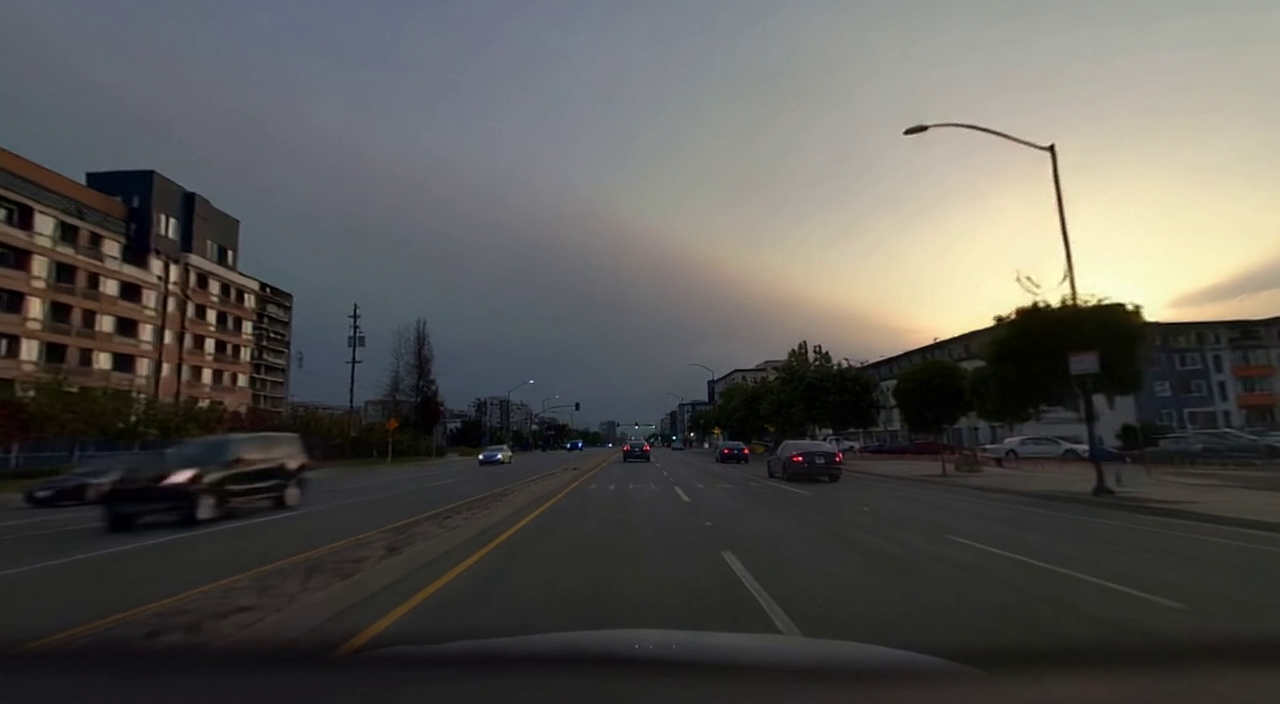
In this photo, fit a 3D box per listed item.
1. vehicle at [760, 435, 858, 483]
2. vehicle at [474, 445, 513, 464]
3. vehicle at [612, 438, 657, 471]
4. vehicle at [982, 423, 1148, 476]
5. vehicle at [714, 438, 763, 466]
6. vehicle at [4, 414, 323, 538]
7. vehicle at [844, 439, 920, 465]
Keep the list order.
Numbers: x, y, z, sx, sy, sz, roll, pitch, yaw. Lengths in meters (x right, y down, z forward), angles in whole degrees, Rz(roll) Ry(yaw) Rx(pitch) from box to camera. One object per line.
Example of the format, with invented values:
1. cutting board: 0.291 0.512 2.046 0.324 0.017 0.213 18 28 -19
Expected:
1. vehicle: 5.994 3.865 23.033 2.121 1.557 4.898 0 -9 -1
2. vehicle: -11.575 8.117 49.948 1.897 1.466 4.566 0 -9 1
3. vehicle: -0.282 5.139 31.814 2.106 1.553 3.964 0 -9 -1
4. vehicle: 17.752 4.115 26.493 5.388 2.082 2.328 1 -9 -4
5. vehicle: 5.774 5.969 37.546 2.154 1.554 4.149 0 -9 -2
6. vehicle: -8.593 2.277 12.207 2.357 1.894 4.864 0 -9 0
7. vehicle: 16.738 6.897 43.719 2.194 1.666 4.576 4 -9 -26
